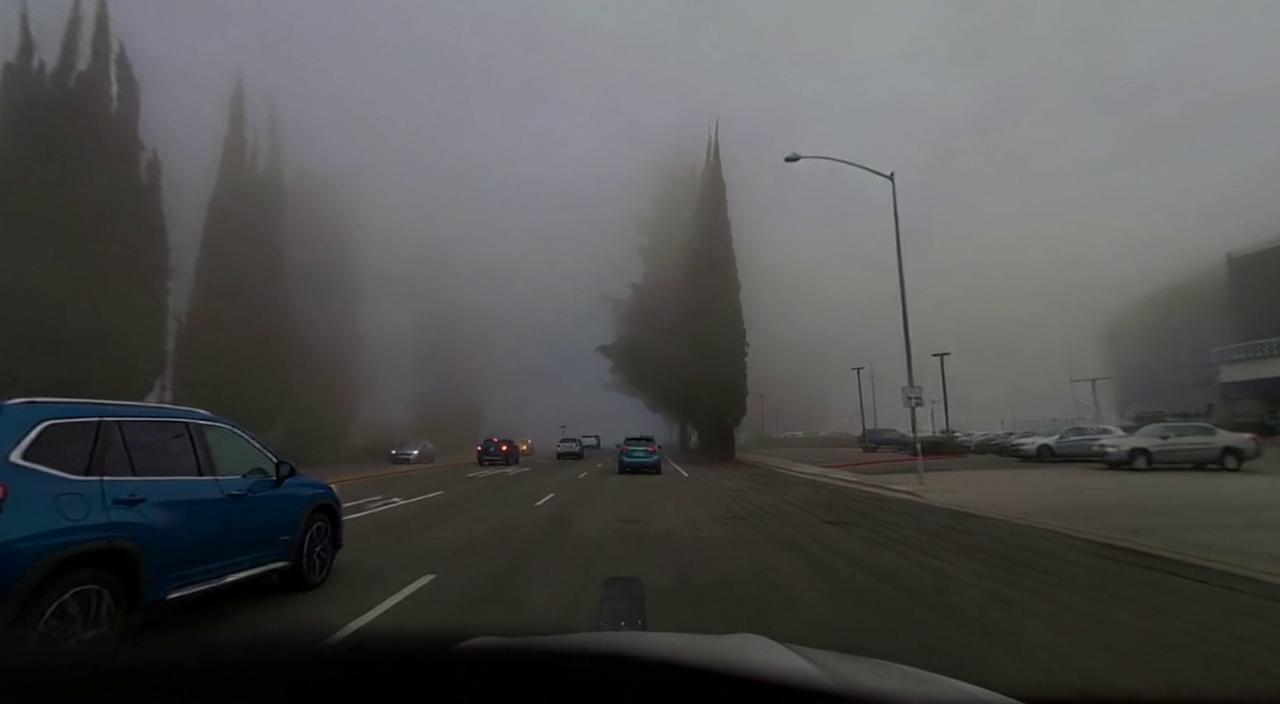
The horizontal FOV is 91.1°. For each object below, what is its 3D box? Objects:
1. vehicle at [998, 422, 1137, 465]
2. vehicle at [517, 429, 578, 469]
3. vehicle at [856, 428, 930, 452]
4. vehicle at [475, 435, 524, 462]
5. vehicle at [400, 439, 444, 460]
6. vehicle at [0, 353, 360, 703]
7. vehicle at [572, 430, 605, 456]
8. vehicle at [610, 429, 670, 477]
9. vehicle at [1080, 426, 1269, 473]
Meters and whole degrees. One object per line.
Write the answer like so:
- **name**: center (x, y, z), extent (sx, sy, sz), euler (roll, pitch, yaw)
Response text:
- **vehicle**: center (17.267, 3.719, 25.484), extent (4.290, 1.664, 1.893), euler (1, -8, -3)
- **vehicle**: center (-4.228, 4.501, 29.332), extent (2.113, 1.713, 4.422), euler (0, -8, 1)
- **vehicle**: center (17.526, 6.121, 43.651), extent (4.329, 1.656, 1.873), euler (0, -8, 1)
- **vehicle**: center (-8.100, 5.631, 36.652), extent (1.926, 1.463, 4.450), euler (0, -8, -1)
- **vehicle**: center (-16.321, 7.311, 47.114), extent (1.984, 1.497, 3.816), euler (0, -8, -1)
- **vehicle**: center (-3.778, 1.019, 3.964), extent (2.070, 1.641, 4.152), euler (0, -8, 0)
- **vehicle**: center (-3.781, 6.759, 46.659), extent (2.047, 1.810, 4.414), euler (0, -8, 0)
- **vehicle**: center (-0.006, 3.772, 23.671), extent (2.042, 1.641, 4.187), euler (0, -8, 0)
- **vehicle**: center (17.504, 3.207, 20.711), extent (4.460, 1.449, 1.959), euler (0, -8, -2)
